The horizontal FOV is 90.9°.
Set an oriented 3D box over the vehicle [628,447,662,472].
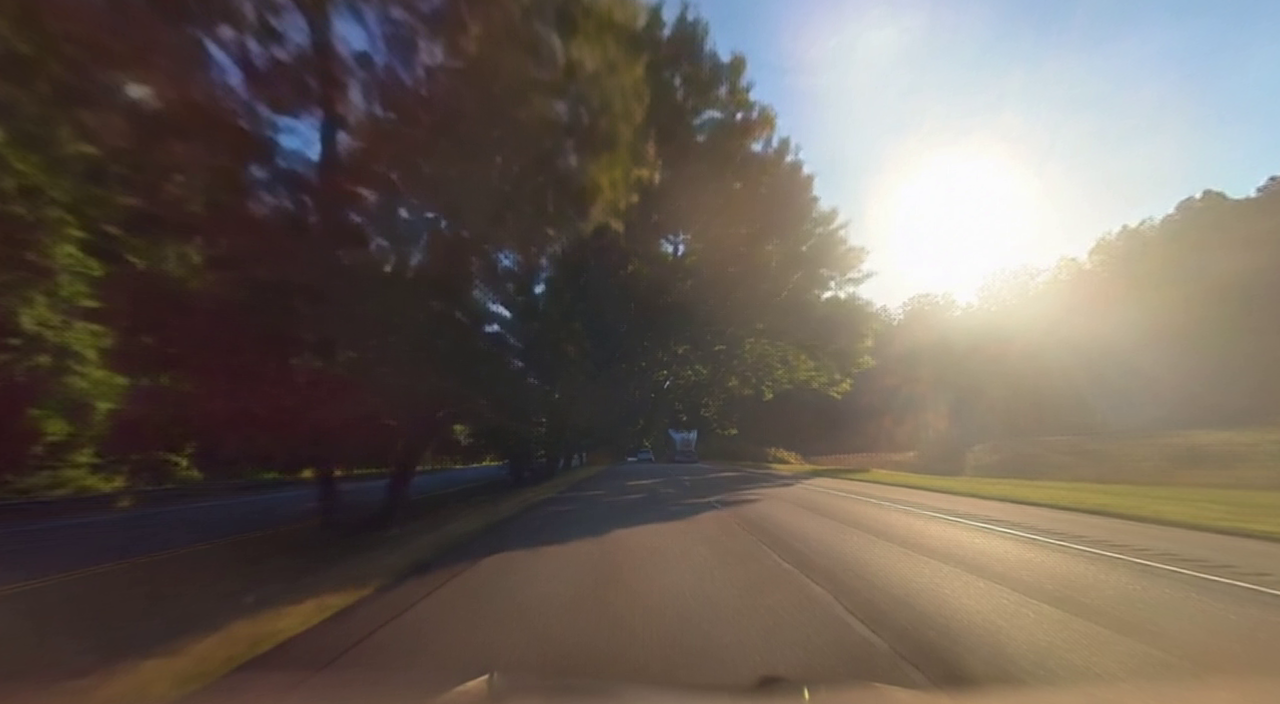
[{"bbox_3d":[0.277,6.472,38.032,1.926,1.386,3.615,0,-9,0],"label":"vehicle"}]
